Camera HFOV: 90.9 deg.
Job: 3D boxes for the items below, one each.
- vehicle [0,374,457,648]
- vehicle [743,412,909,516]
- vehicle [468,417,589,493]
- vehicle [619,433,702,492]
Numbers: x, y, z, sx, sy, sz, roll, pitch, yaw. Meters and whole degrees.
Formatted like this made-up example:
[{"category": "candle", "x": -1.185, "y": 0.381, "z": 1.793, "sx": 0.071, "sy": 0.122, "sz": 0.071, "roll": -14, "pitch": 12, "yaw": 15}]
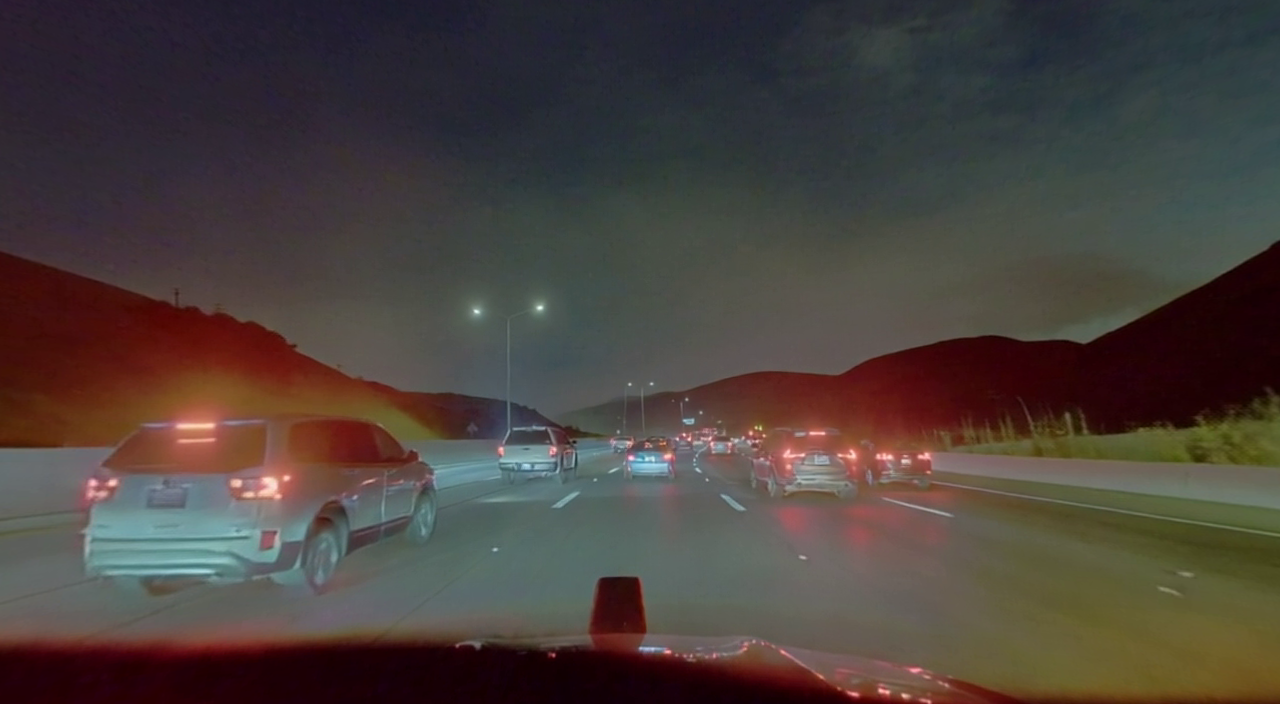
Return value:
[{"category": "vehicle", "x": -3.619, "y": 1.316, "z": 6.276, "sx": 2.179, "sy": 1.723, "sz": 4.410, "roll": 0, "pitch": -8, "yaw": 1}, {"category": "vehicle", "x": 3.526, "y": 2.230, "z": 13.026, "sx": 2.046, "sy": 1.765, "sz": 4.534, "roll": 0, "pitch": -8, "yaw": 0}, {"category": "vehicle", "x": -3.014, "y": 2.967, "z": 18.544, "sx": 2.301, "sy": 1.902, "sz": 5.374, "roll": -1, "pitch": -8, "yaw": 3}, {"category": "vehicle", "x": 0.594, "y": 3.108, "z": 18.100, "sx": 2.105, "sy": 1.471, "sz": 4.349, "roll": 0, "pitch": -8, "yaw": 2}]
